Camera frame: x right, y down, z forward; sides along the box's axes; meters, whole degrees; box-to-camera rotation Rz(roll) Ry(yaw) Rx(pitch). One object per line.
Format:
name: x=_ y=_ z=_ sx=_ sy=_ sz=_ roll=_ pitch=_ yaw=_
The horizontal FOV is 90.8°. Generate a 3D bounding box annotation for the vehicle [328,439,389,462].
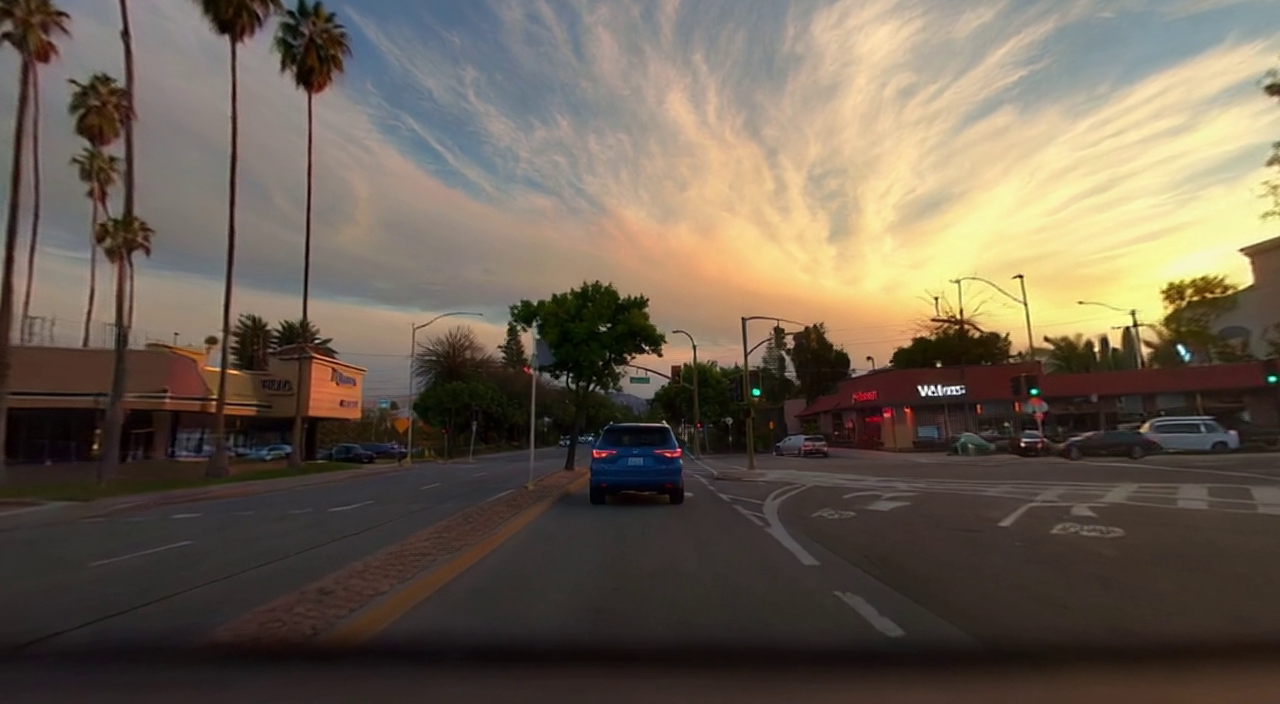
vehicle: x=-22.095 y=7.699 z=49.531 sx=4.790 sy=1.687 sz=1.969 roll=-6 pitch=-10 yaw=33

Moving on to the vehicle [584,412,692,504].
vehicle: x=-0.007 y=2.571 z=15.711 sx=2.263 sy=1.932 sz=4.709 roll=0 pitch=-8 yaw=1

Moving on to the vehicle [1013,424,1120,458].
vehicle: x=23.315 y=4.900 z=34.719 sx=4.641 sy=1.778 sz=1.958 roll=-5 pitch=-10 yaw=32

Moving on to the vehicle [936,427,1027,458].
vehicle: x=21.625 y=5.752 z=40.072 sx=4.852 sy=1.847 sz=1.983 roll=-5 pitch=-10 yaw=32

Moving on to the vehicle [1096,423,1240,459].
vehicle: x=28.981 y=4.927 z=34.987 sx=5.809 sy=1.839 sz=1.957 roll=-6 pitch=-10 yaw=34

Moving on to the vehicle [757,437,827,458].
vehicle: x=11.196 y=7.054 z=46.715 sx=4.665 sy=1.467 sz=1.833 roll=-6 pitch=-10 yaw=34
